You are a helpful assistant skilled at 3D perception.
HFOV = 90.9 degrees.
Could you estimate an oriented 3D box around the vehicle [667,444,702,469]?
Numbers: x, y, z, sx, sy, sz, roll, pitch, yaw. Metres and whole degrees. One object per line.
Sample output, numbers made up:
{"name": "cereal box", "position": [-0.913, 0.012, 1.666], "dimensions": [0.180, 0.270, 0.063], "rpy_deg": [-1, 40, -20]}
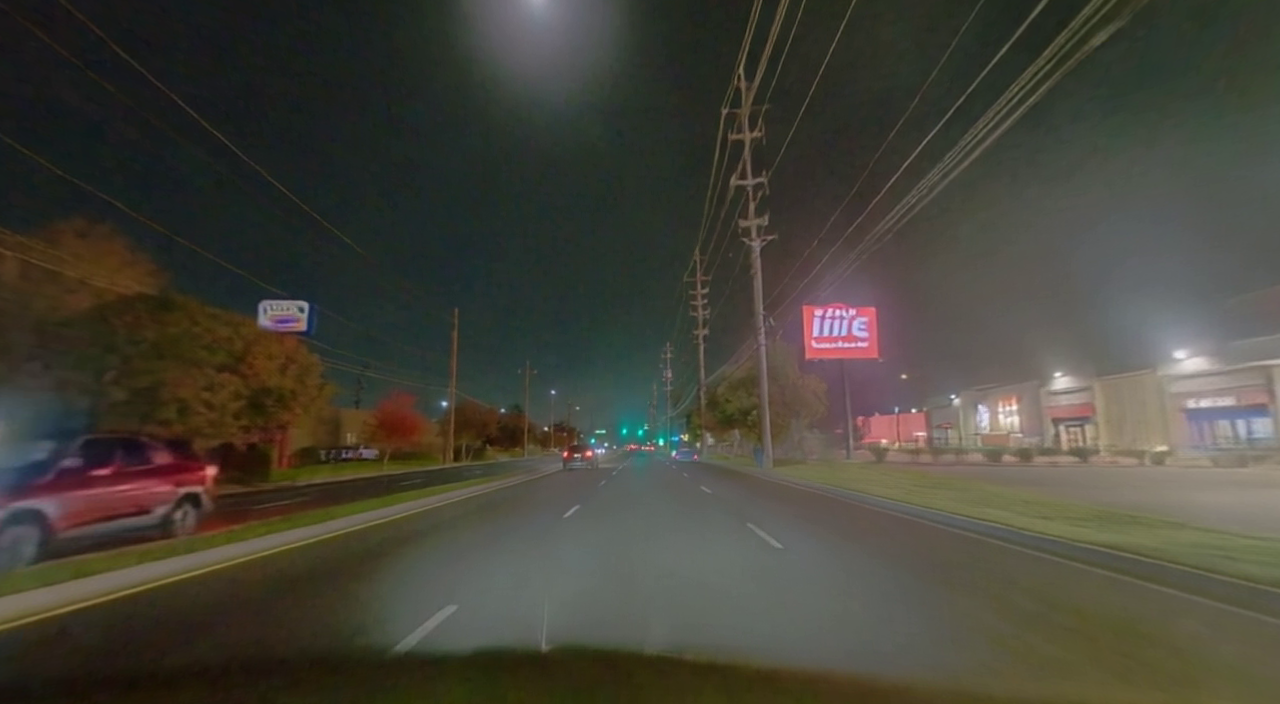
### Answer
{"name": "vehicle", "position": [2.659, 6.406, 38.721], "dimensions": [1.978, 1.455, 4.195], "rpy_deg": [0, -9, 2]}

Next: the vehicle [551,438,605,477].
{"name": "vehicle", "position": [-2.795, 4.873, 29.222], "dimensions": [2.047, 1.664, 4.148], "rpy_deg": [0, -9, 0]}

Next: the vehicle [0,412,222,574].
{"name": "vehicle", "position": [-8.078, 1.729, 8.043], "dimensions": [2.009, 1.773, 4.925], "rpy_deg": [0, -9, 1]}
